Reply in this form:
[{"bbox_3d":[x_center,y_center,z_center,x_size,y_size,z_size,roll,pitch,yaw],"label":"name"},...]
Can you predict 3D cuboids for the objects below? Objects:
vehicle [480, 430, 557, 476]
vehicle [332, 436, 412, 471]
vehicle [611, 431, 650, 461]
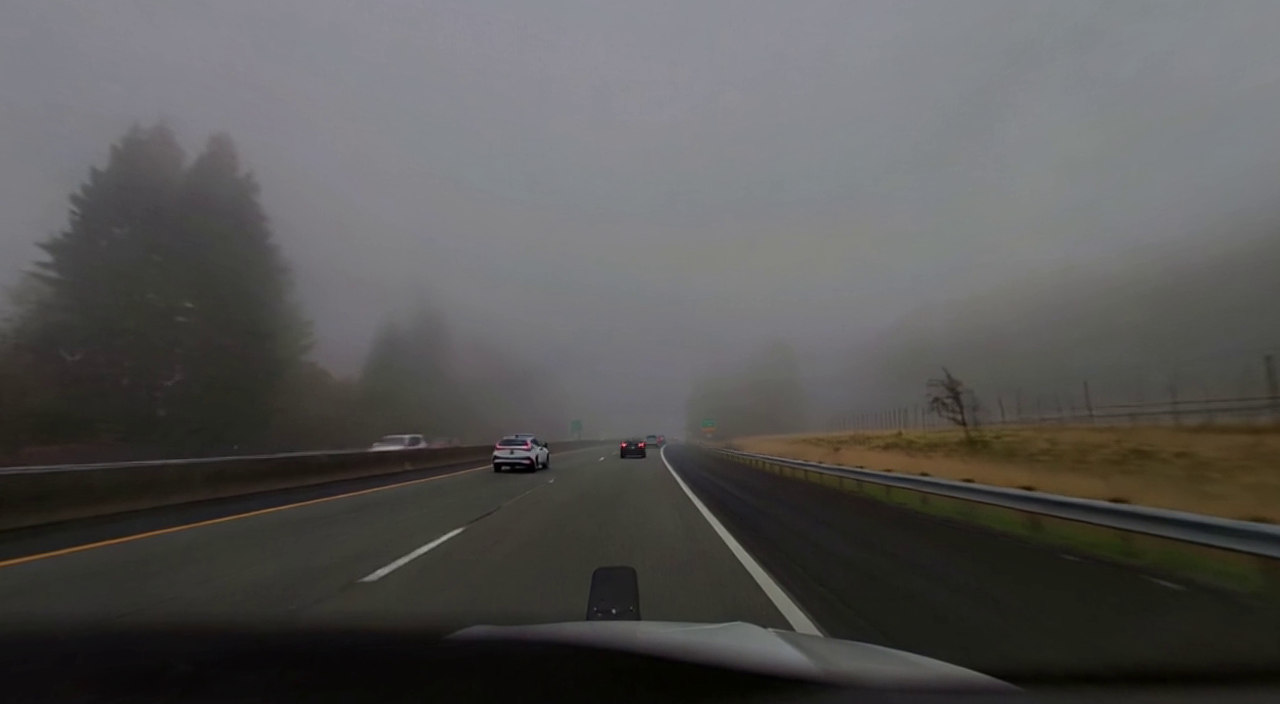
[{"bbox_3d":[-4.676,3.957,24.901,2.075,1.653,4.317,-1,-8,1],"label":"vehicle"},{"bbox_3d":[-12.930,4.916,30.745,1.944,1.520,4.477,-1,-8,0],"label":"vehicle"},{"bbox_3d":[-0.540,5.496,36.829,2.146,1.636,4.026,0,-8,-1],"label":"vehicle"}]
